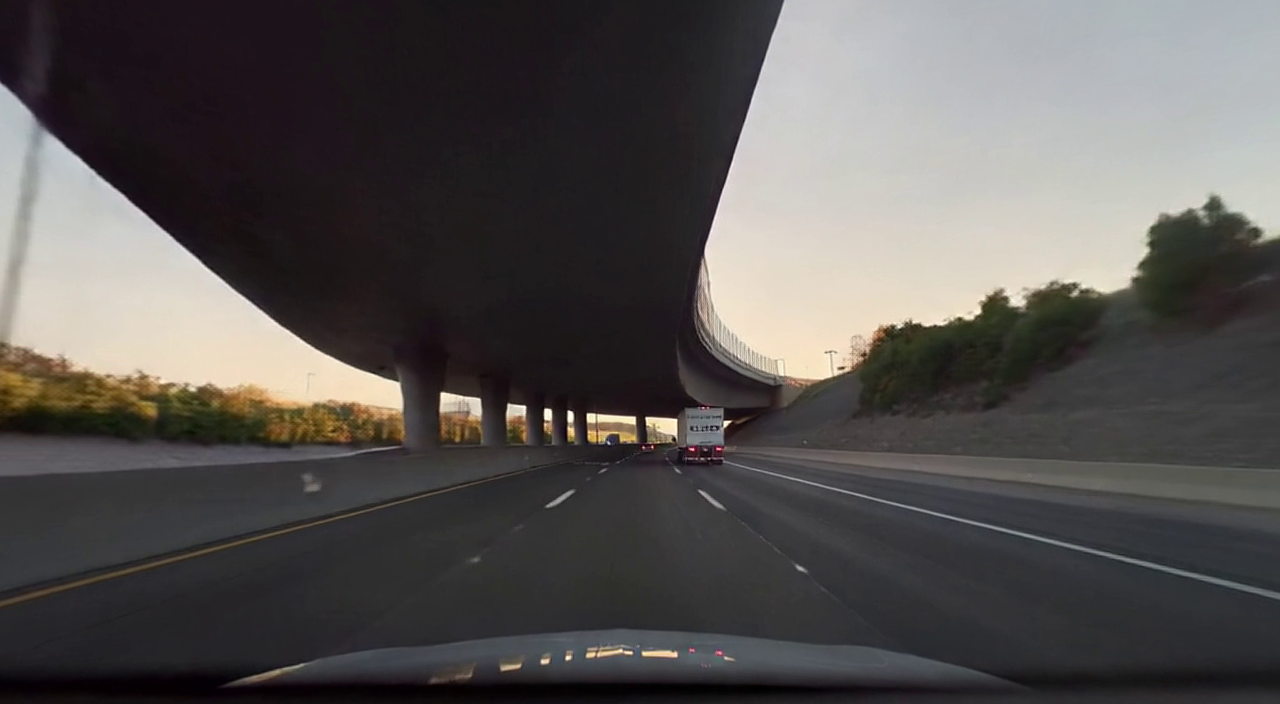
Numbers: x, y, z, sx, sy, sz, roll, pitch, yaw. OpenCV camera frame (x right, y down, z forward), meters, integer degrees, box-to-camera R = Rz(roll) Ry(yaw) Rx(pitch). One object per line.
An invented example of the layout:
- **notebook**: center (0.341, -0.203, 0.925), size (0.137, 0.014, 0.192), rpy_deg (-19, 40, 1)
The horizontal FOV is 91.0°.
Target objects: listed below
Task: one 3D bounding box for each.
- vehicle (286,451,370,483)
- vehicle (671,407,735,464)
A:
- **vehicle**: center (-16.785, 6.173, 34.154), size (2.105, 1.492, 4.603), rpy_deg (-1, -8, 1)
- **vehicle**: center (4.244, 6.068, 45.416), size (3.306, 3.531, 11.717), rpy_deg (0, -8, 0)
